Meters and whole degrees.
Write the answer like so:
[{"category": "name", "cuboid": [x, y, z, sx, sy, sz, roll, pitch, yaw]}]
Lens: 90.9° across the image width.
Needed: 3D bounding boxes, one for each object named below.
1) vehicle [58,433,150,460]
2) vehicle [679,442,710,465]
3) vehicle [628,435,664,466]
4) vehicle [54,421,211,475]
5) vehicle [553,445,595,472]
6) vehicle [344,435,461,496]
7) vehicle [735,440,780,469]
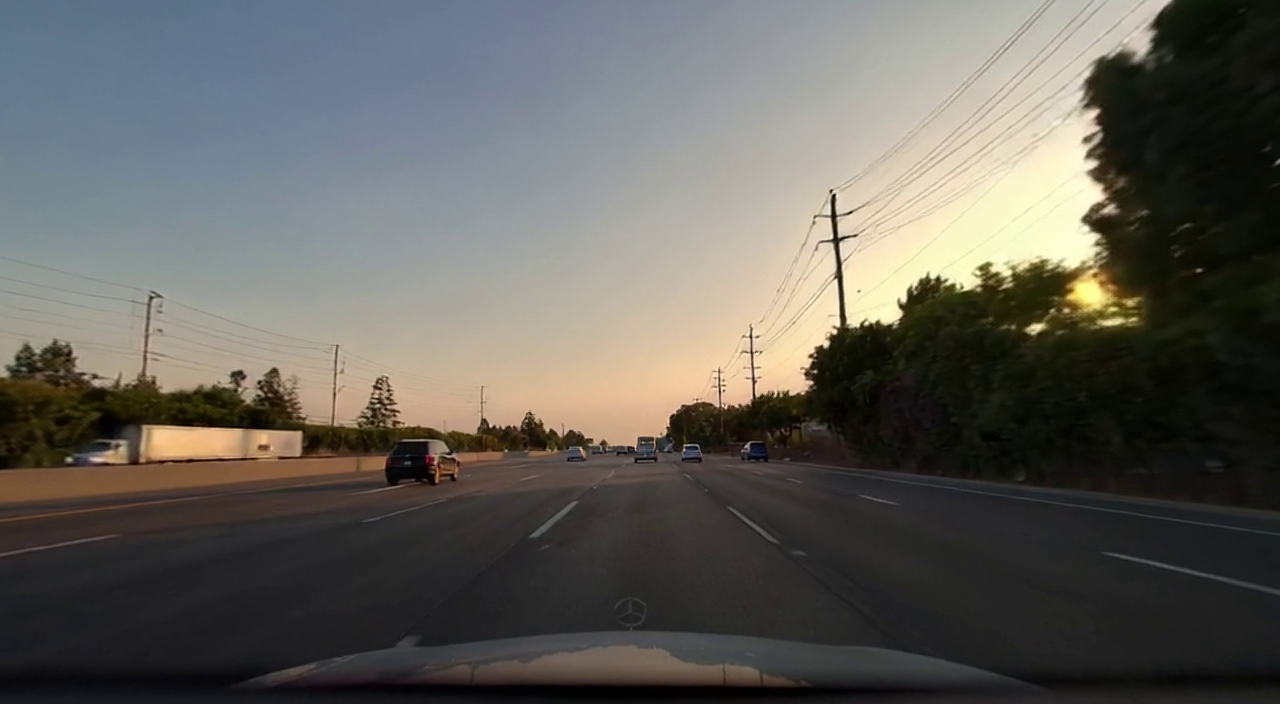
[{"category": "vehicle", "cuboid": [-37.490, 6.584, 44.268, 2.159, 1.578, 5.016, -3, -6, -1]}, {"category": "vehicle", "cuboid": [4.206, 7.922, 49.478, 1.996, 1.710, 4.256, 0, -8, 0]}, {"category": "vehicle", "cuboid": [0.397, 7.474, 47.967, 2.622, 2.208, 5.320, 0, -8, -1]}, {"category": "vehicle", "cuboid": [-37.394, 7.150, 47.270, 3.005, 3.557, 10.456, 0, -8, 0]}, {"category": "vehicle", "cuboid": [-3.797, 6.196, 36.862, 1.979, 1.469, 4.378, 0, -8, 0]}, {"category": "vehicle", "cuboid": [-7.387, 3.564, 20.186, 2.007, 1.732, 4.395, 0, -8, 0]}, {"category": "vehicle", "cuboid": [7.318, 6.421, 39.617, 1.937, 1.698, 4.322, 0, -8, -1]}]
